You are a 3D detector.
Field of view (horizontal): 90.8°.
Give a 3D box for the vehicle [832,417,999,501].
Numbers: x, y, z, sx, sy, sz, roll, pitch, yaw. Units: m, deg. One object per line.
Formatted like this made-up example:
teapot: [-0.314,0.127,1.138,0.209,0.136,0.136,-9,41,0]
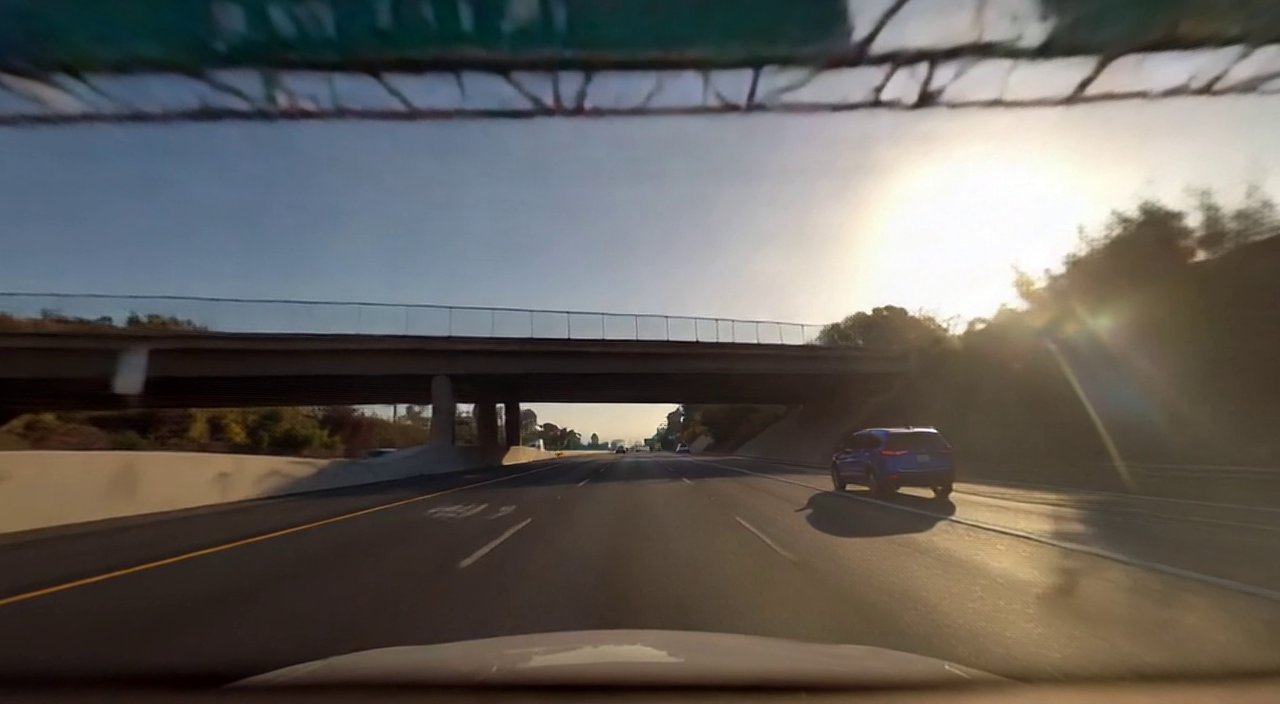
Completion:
vehicle: [7.005,2.789,16.767,2.222,1.899,4.595,0,-8,-1]
